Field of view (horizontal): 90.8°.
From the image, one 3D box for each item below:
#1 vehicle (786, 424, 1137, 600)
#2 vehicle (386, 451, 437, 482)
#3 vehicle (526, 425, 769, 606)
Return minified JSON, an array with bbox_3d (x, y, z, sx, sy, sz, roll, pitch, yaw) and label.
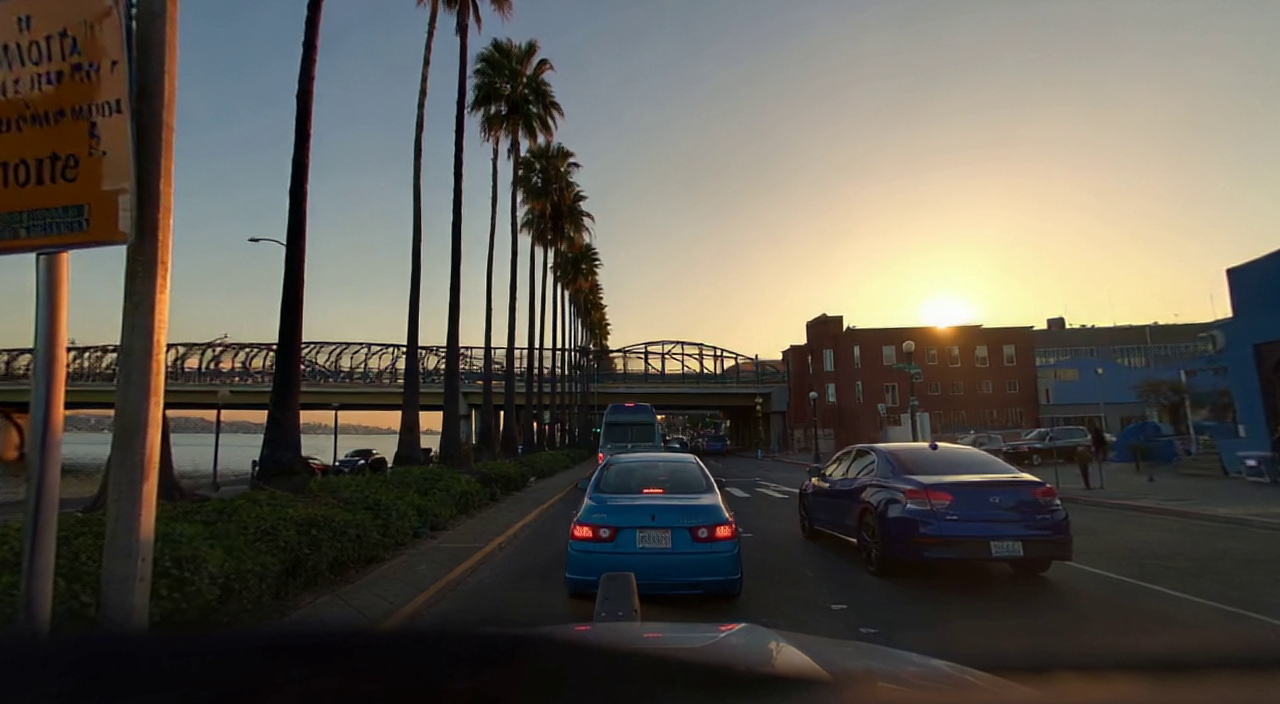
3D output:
[{"bbox_3d":[3.289,1.712,7.711,1.920,1.490,4.417,0,-9,-1],"label":"vehicle"},{"bbox_3d":[-14.949,7.479,41.646,2.104,1.802,4.852,1,-8,-7],"label":"vehicle"},{"bbox_3d":[0.061,1.666,7.248,2.048,1.503,3.681,0,-9,0],"label":"vehicle"}]
